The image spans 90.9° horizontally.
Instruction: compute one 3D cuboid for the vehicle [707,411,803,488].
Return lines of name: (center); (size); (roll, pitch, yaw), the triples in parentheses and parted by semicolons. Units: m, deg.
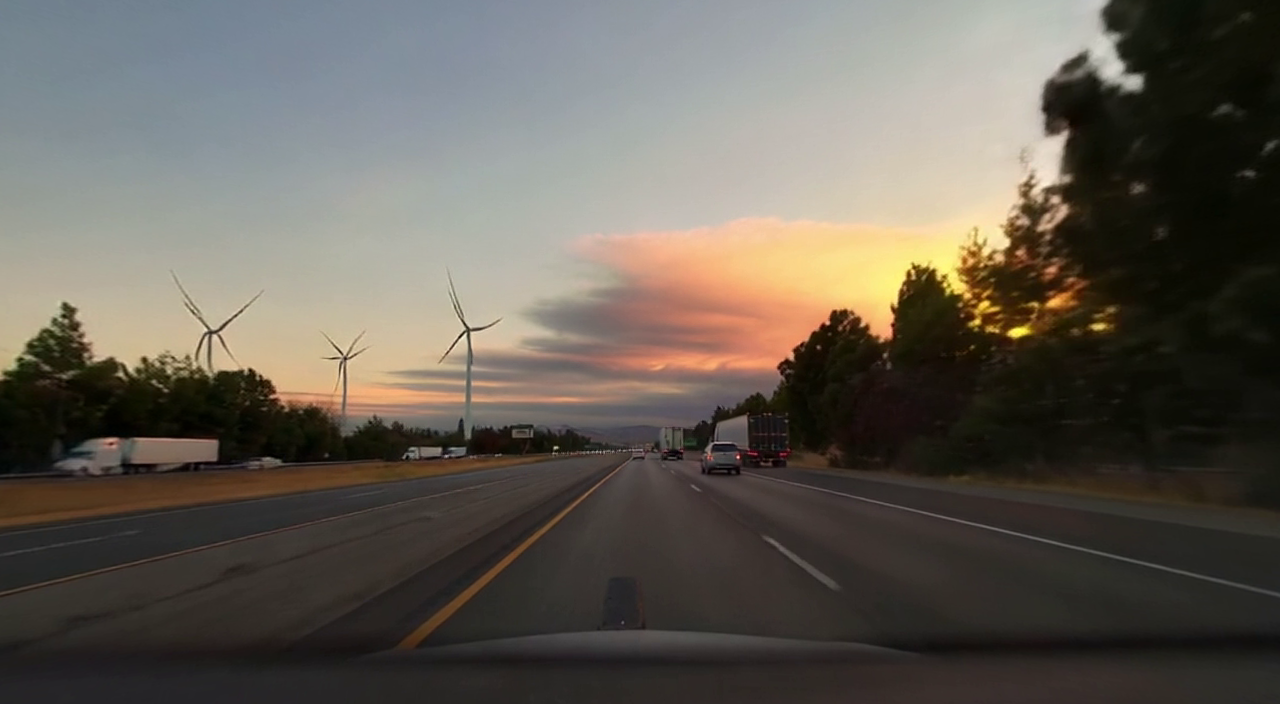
vehicle: (4.325, 3.864, 24.932); (2.609, 2.648, 5.397); (0, -9, -2)
